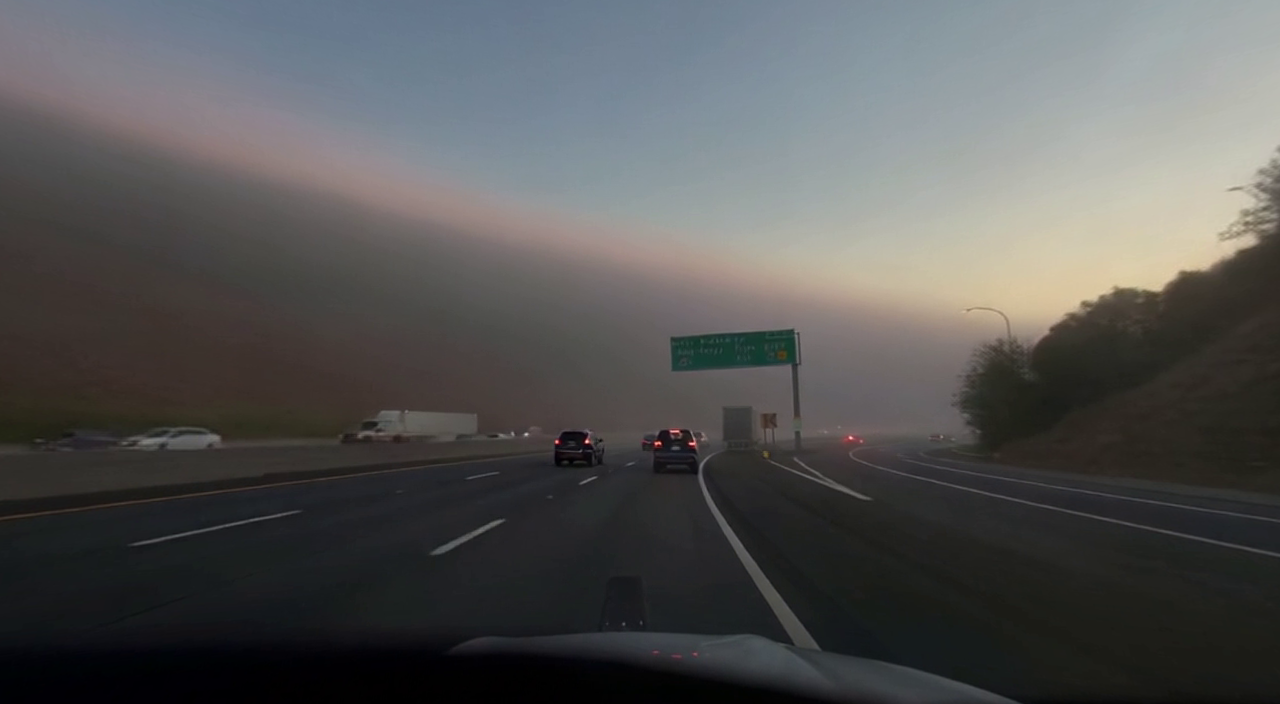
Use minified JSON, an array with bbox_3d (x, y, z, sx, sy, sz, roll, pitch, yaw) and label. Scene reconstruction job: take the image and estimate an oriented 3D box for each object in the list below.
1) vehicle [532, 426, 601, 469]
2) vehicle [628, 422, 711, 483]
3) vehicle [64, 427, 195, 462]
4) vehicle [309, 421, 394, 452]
[{"bbox_3d":[-3.079,4.145,27.420,2.077,1.712,4.406,-1,-8,5],"label":"vehicle"},{"bbox_3d":[1.037,3.347,21.266,2.484,1.820,4.497,-1,-8,4],"label":"vehicle"},{"bbox_3d":[-23.733,4.332,29.610,1.901,1.481,4.719,-1,-8,6],"label":"vehicle"},{"bbox_3d":[-18.954,5.624,41.795,2.337,1.884,5.798,-1,-8,7],"label":"vehicle"}]
